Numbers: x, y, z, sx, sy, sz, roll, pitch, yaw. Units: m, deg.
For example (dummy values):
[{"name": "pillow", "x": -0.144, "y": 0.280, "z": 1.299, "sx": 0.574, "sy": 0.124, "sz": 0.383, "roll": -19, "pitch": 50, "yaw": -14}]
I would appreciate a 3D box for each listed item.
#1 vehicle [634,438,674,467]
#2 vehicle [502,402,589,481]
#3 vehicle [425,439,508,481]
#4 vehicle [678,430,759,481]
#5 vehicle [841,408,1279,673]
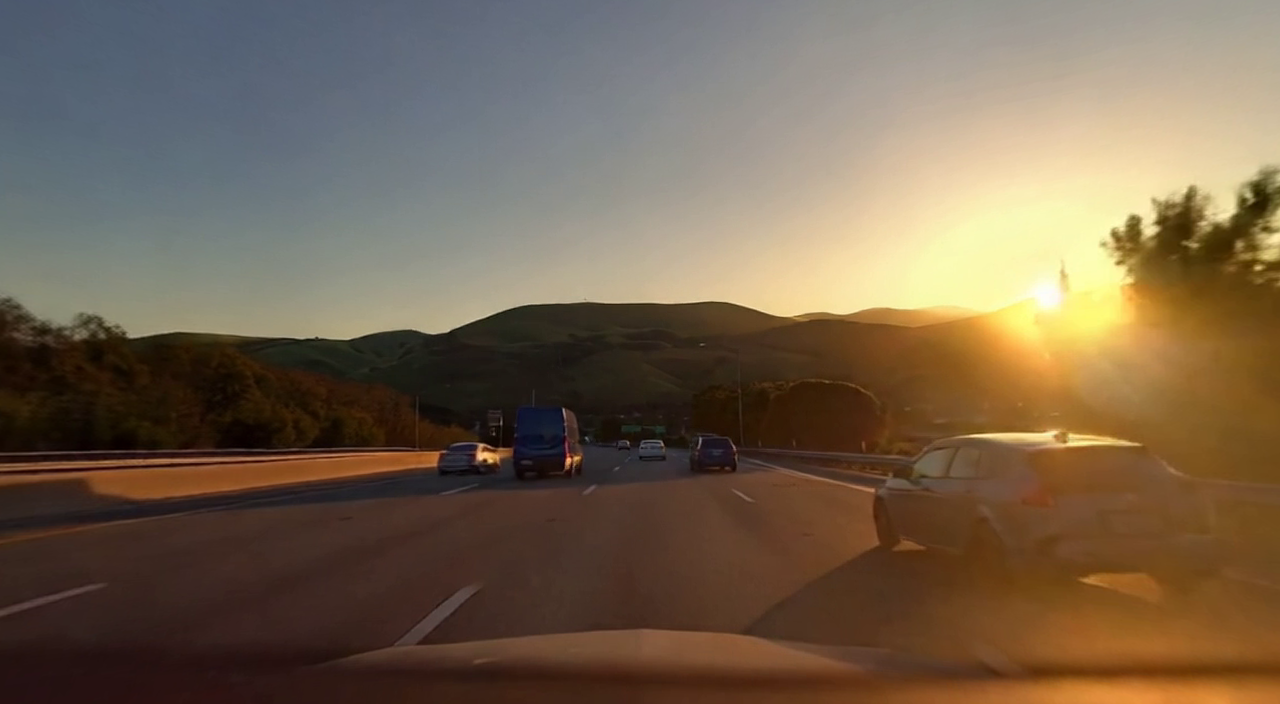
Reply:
[{"name": "vehicle", "x": 0.716, "y": 5.453, "z": 34.421, "sx": 2.054, "sy": 1.504, "sz": 3.890, "roll": 0, "pitch": -8, "yaw": 0}, {"name": "vehicle", "x": -3.425, "y": 3.446, "z": 24.317, "sx": 2.396, "sy": 2.664, "sz": 5.735, "roll": 0, "pitch": -8, "yaw": 1}, {"name": "vehicle", "x": -6.716, "y": 4.196, "z": 24.891, "sx": 1.964, "sy": 1.487, "sz": 4.417, "roll": 0, "pitch": -8, "yaw": 1}, {"name": "vehicle", "x": 2.752, "y": 3.756, "z": 23.174, "sx": 2.270, "sy": 1.660, "sz": 4.101, "roll": 0, "pitch": -8, "yaw": -3}, {"name": "vehicle", "x": 3.669, "y": 1.387, "z": 5.853, "sx": 2.050, "sy": 1.491, "sz": 4.362, "roll": 0, "pitch": -8, "yaw": -2}]
